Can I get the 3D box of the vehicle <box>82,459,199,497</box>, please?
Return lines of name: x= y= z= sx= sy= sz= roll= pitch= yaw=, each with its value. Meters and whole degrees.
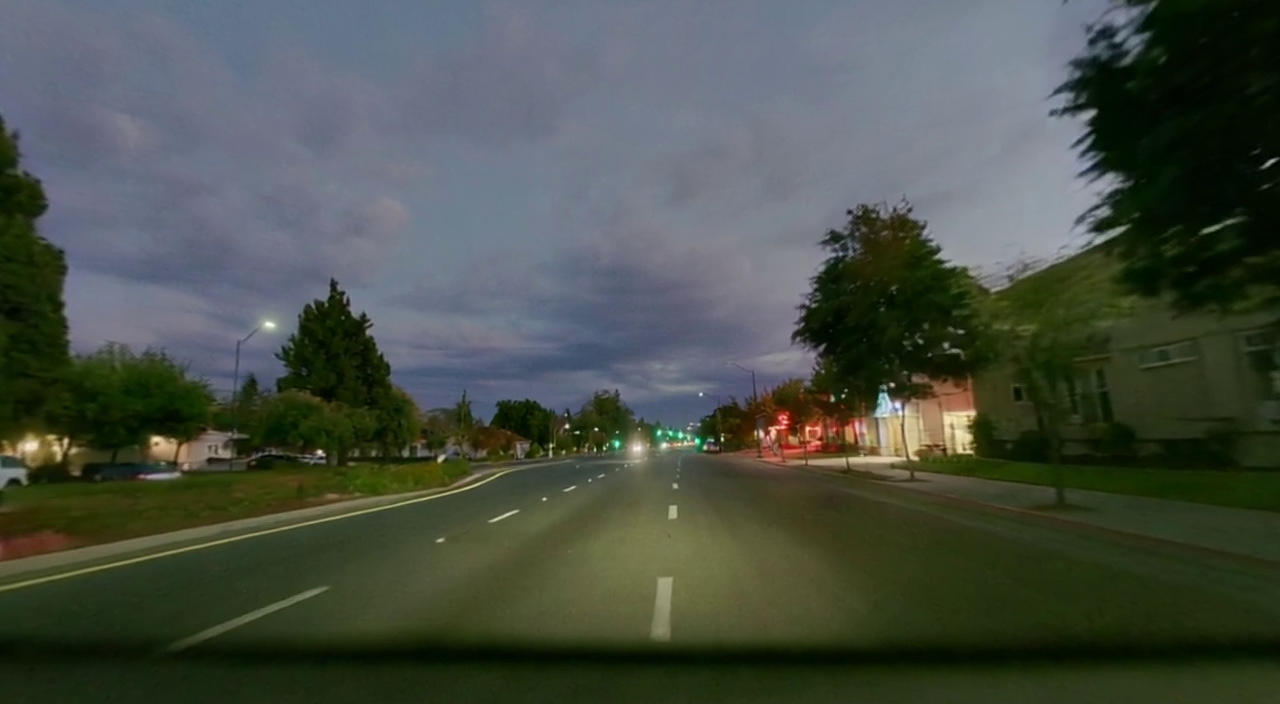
vehicle: x=-22.165 y=5.574 z=28.258 sx=1.618 sy=1.425 sz=4.159 roll=-1 pitch=-9 yaw=4
